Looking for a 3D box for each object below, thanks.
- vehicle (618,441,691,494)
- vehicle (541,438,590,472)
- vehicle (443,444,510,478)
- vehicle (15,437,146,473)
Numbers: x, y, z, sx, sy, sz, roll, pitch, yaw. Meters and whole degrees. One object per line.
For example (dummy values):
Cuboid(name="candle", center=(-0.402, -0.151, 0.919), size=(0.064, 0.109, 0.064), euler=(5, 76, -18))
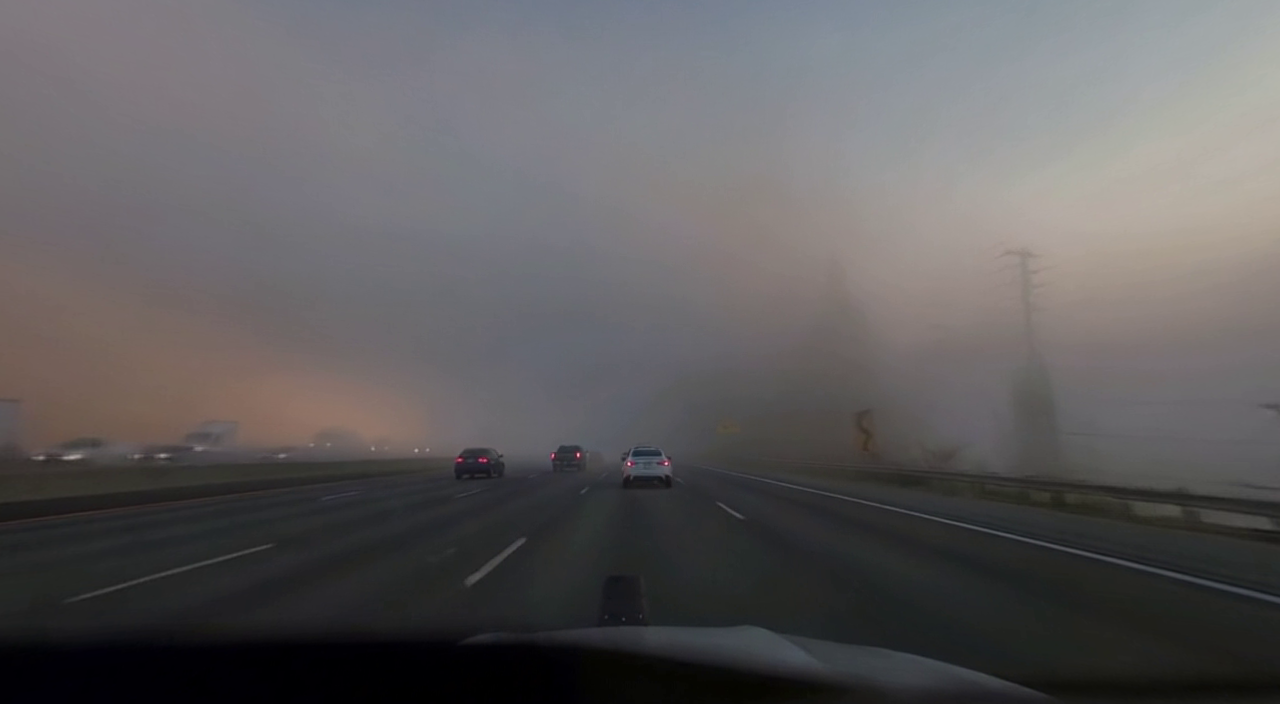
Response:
Cuboid(name="vehicle", center=(0.361, 3.605, 20.098), size=(2.082, 1.482, 4.126), euler=(0, -8, -2))
Cuboid(name="vehicle", center=(-4.051, 5.691, 35.141), size=(2.289, 1.777, 4.534), euler=(0, -8, -2))
Cuboid(name="vehicle", center=(-7.578, 5.089, 29.767), size=(1.974, 1.464, 4.733), euler=(0, -8, -1))
Cuboid(name="vehicle", center=(-31.023, 5.692, 35.304), size=(2.303, 1.824, 5.757), euler=(0, -8, -3))
